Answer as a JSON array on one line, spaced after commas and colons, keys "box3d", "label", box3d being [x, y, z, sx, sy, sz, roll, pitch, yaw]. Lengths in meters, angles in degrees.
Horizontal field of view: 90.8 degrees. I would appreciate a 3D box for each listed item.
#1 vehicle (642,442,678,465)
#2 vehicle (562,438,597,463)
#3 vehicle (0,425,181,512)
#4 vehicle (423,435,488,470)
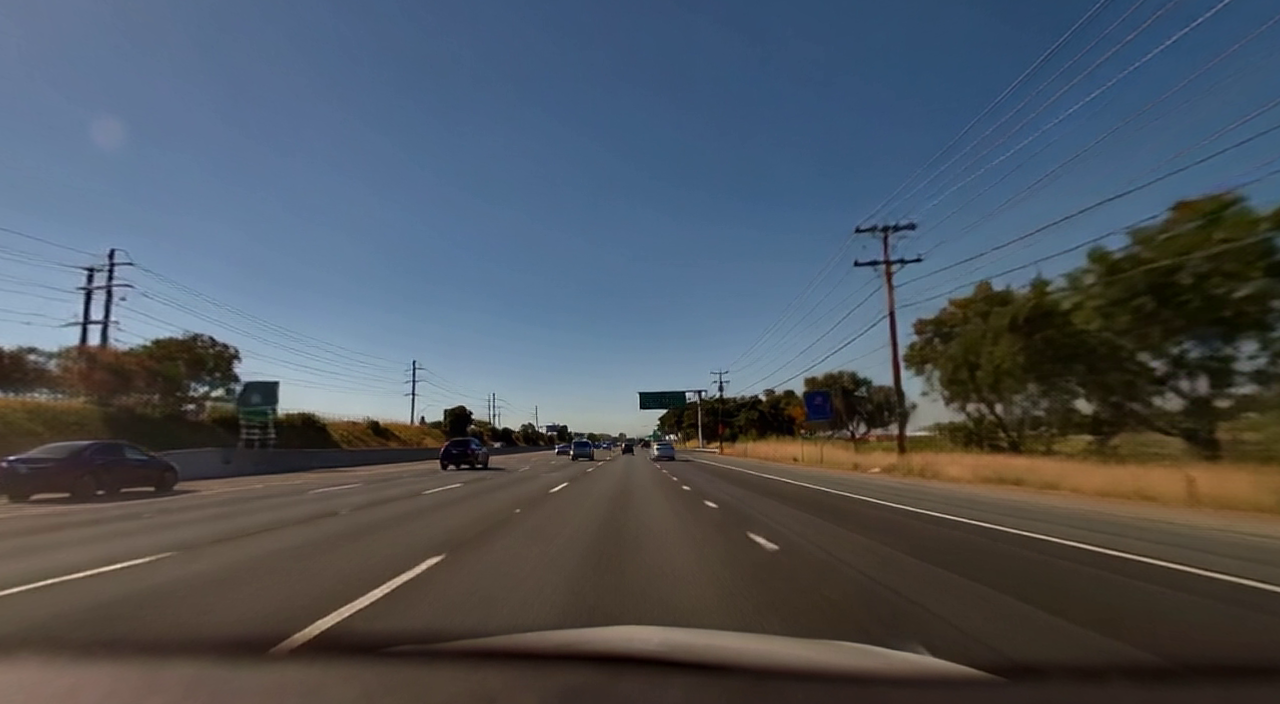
[{"box3d": [1.270, 6.733, 42.004, 2.015, 1.391, 3.897, 1, -9, -4], "label": "vehicle"}, {"box3d": [-4.223, 7.036, 45.020, 2.121, 1.673, 4.443, 0, -9, -1], "label": "vehicle"}, {"box3d": [-13.915, 2.681, 14.970, 2.257, 1.727, 5.036, 0, -9, 0], "label": "vehicle"}, {"box3d": [-10.246, 5.623, 35.533, 2.115, 1.799, 5.444, 0, -9, -1], "label": "vehicle"}]
